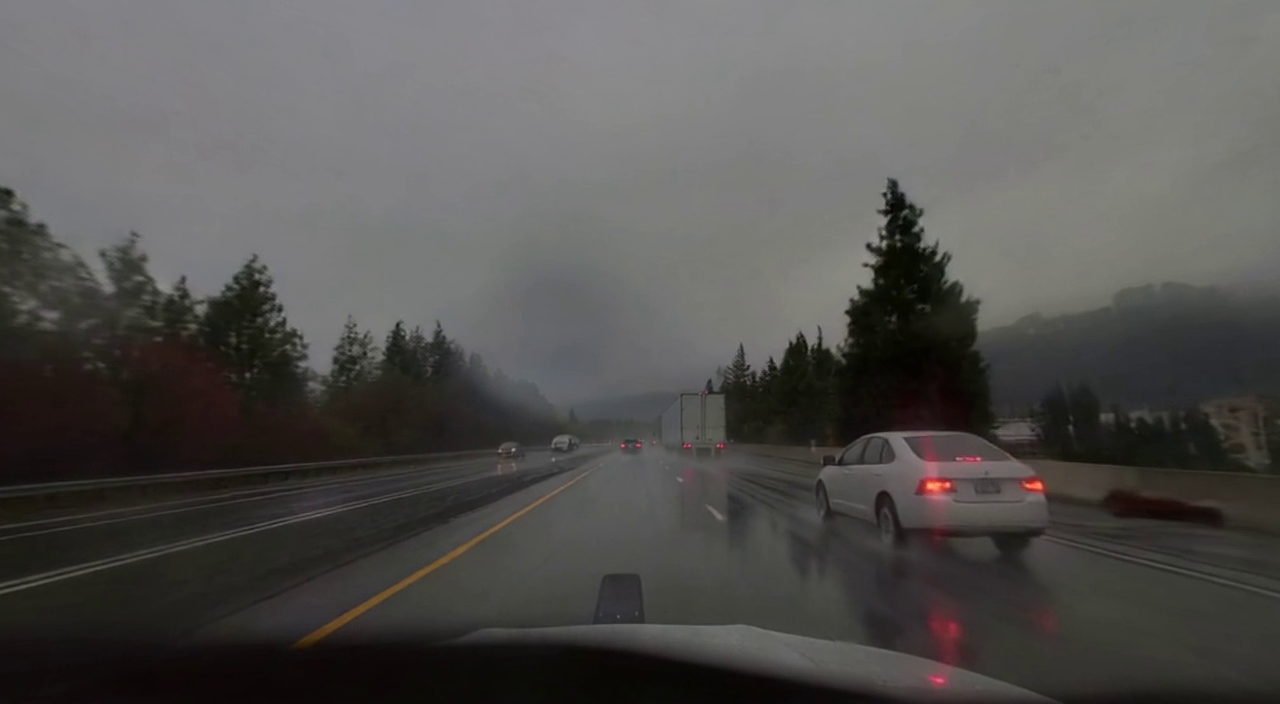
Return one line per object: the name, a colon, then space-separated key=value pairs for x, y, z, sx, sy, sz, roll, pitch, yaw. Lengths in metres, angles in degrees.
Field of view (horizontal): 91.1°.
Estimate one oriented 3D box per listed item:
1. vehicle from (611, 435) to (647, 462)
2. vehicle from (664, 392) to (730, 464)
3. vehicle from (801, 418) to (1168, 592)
vehicle: x=-0.700 y=6.232 z=40.926 sx=2.192 sy=1.623 sz=4.887 roll=0 pitch=-8 yaw=0
vehicle: x=3.455 y=5.197 z=42.231 sx=2.919 sy=4.004 sz=13.911 roll=0 pitch=-8 yaw=-1
vehicle: x=3.638 y=1.655 z=7.822 sx=2.072 sy=1.534 sz=4.300 roll=0 pitch=-8 yaw=-1
